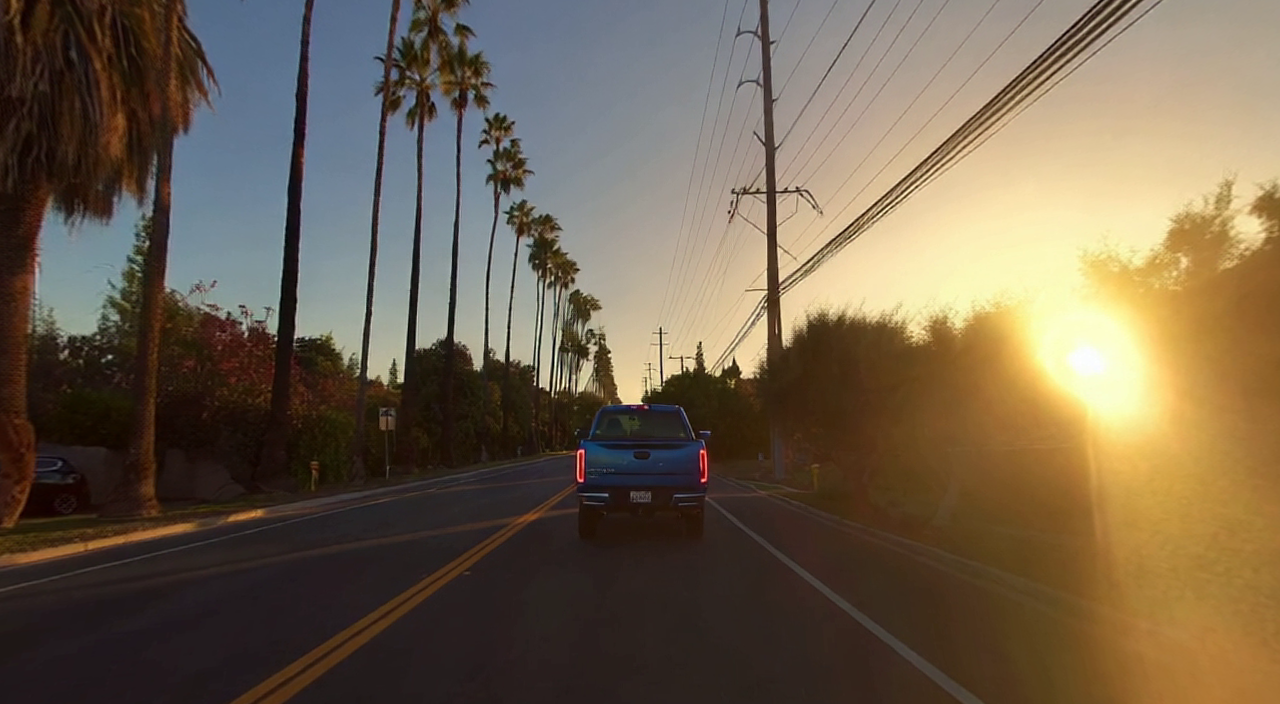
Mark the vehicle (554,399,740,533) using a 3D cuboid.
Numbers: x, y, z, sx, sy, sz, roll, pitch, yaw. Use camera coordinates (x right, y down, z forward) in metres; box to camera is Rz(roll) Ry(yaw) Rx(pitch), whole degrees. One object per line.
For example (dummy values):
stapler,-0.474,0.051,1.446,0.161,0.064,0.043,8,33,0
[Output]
vehicle,0.056,2.155,12.497,2.803,2.005,5.885,0,-8,-1
